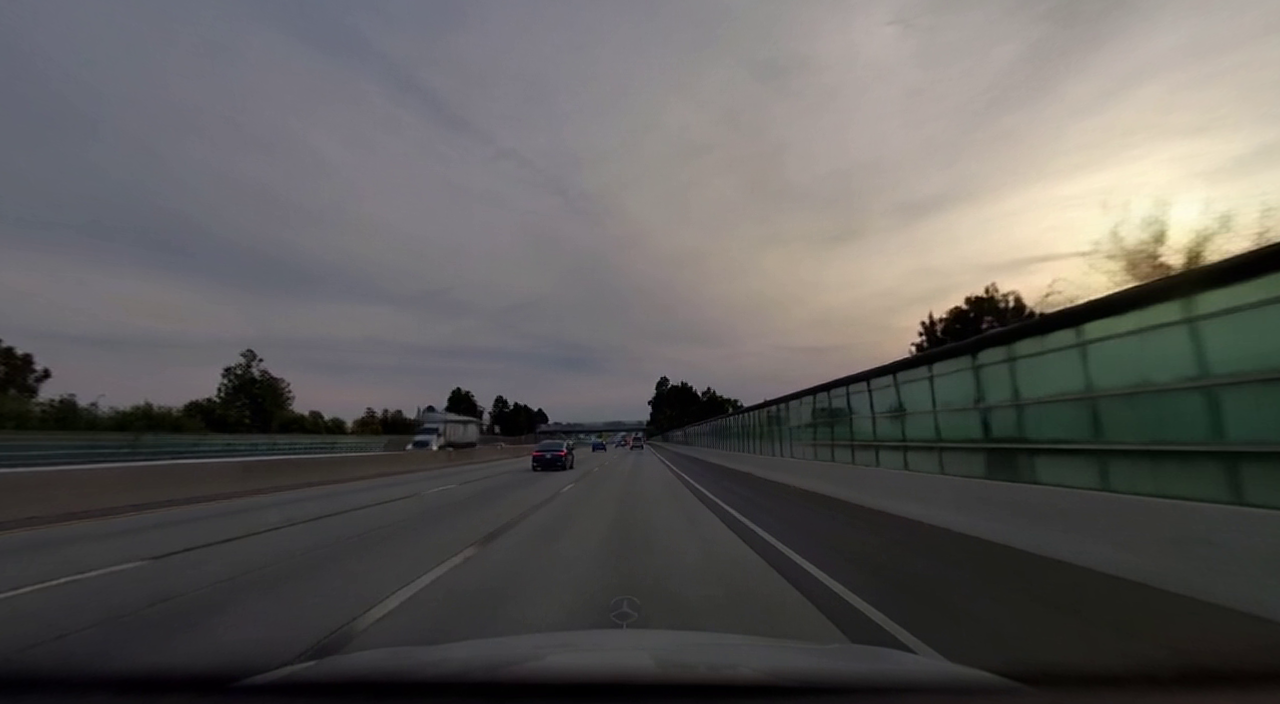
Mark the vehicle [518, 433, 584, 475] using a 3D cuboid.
[{"bbox_3d":[-3.542,4.161,25.759,2.059,1.541,4.296,0,-8,0],"label":"vehicle"}]
